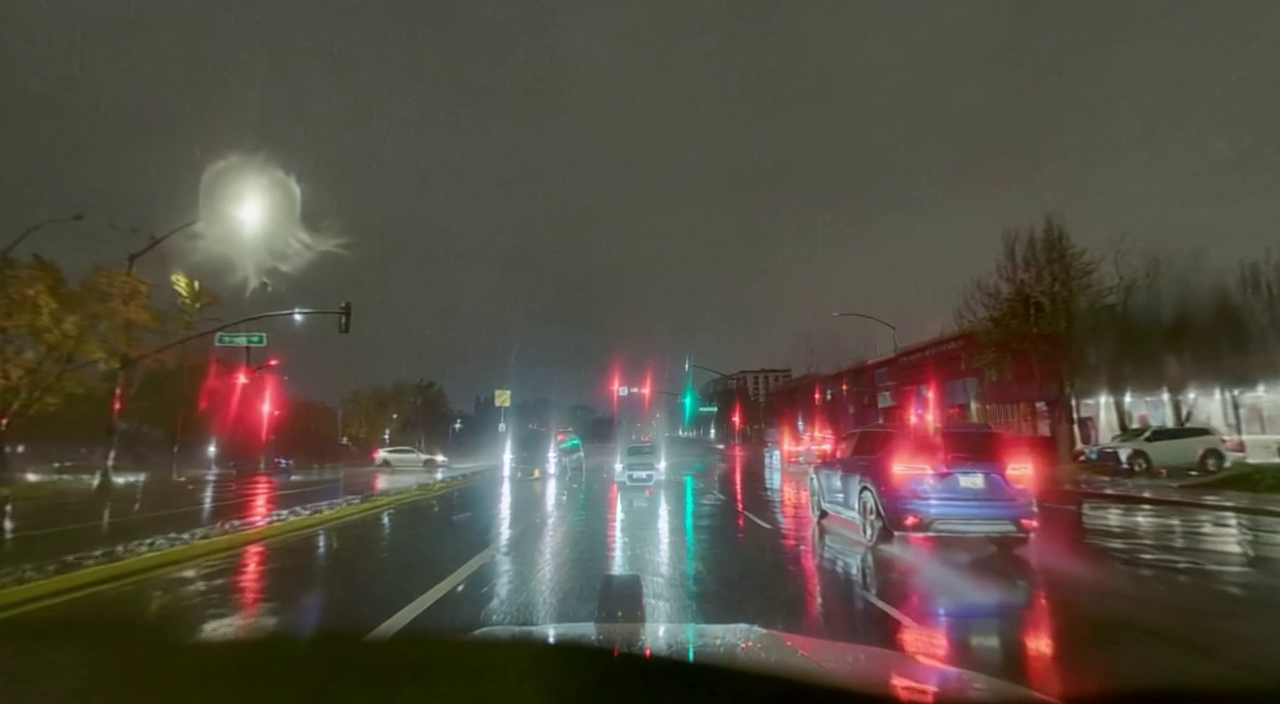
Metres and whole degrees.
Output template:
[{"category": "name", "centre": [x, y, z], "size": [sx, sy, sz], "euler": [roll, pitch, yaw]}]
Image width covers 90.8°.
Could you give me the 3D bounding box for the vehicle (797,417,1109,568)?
[{"category": "vehicle", "centre": [3.663, 1.720, 8.520], "size": [1.861, 1.473, 4.393], "euler": [0, -8, -2]}]

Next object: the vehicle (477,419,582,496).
[{"category": "vehicle", "centre": [-2.853, 2.872, 17.541], "size": [2.064, 1.825, 4.760], "euler": [0, -8, 0]}]

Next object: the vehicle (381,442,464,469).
[{"category": "vehicle", "centre": [-13.486, 6.425, 39.288], "size": [4.561, 1.588, 1.832], "euler": [4, -10, -29]}]

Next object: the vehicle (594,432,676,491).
[{"category": "vehicle", "centre": [-0.139, 3.086, 18.140], "size": [2.097, 1.480, 4.006], "euler": [0, -8, 0]}]

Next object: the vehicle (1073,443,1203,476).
[{"category": "vehicle", "centre": [23.108, 4.982, 29.443], "size": [4.368, 1.448, 1.876], "euler": [-1, -8, 2]}]

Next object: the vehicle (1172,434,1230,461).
[{"category": "vehicle", "centre": [33.591, 5.737, 37.897], "size": [2.099, 1.506, 3.818], "euler": [-6, -10, 35]}]
